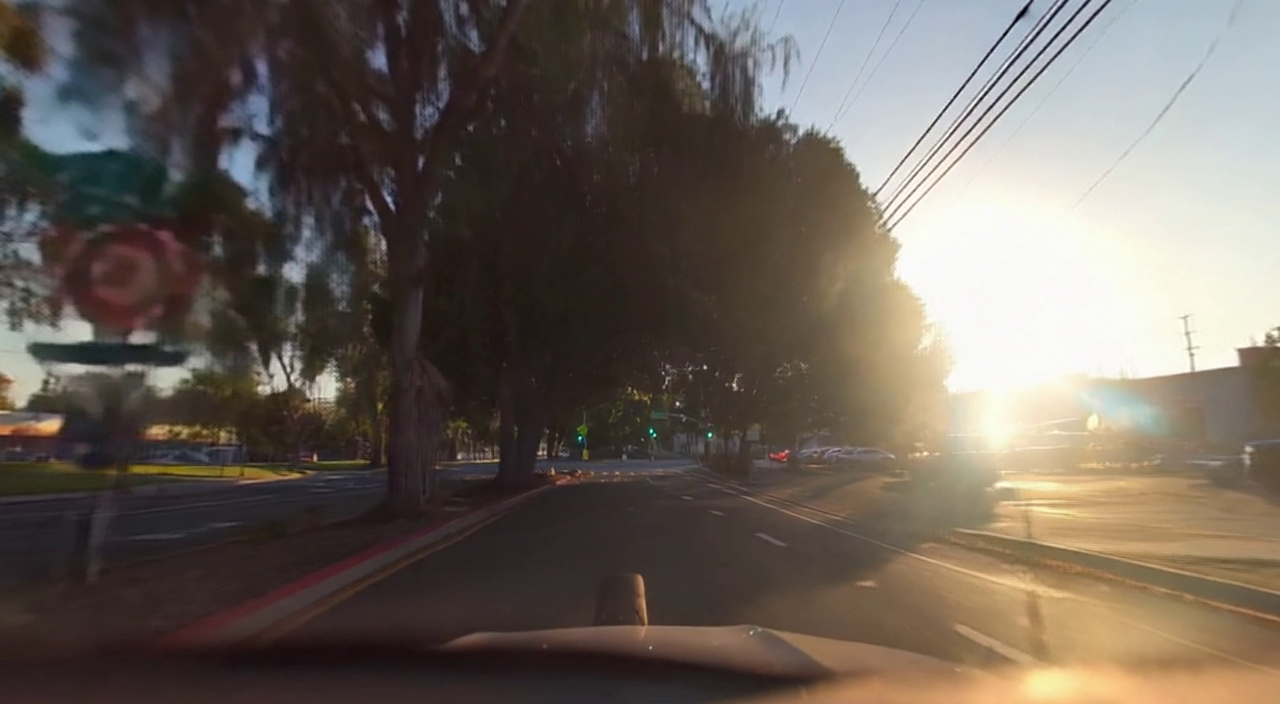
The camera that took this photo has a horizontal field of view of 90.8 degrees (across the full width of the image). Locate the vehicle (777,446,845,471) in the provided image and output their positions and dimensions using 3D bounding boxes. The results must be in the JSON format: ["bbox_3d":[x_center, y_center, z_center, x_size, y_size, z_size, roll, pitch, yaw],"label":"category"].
[{"bbox_3d":[12.858,7.998,47.760,4.444,1.815,2.239,0,-8,0],"label":"vehicle"}]

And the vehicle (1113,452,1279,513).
[{"bbox_3d":[17.942,4.125,20.413,2.041,1.674,4.301,2,-9,2],"label":"vehicle"}]

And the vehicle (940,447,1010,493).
[{"bbox_3d":[15.281,5.277,28.694,2.086,1.845,4.694,-6,-11,35],"label":"vehicle"}]

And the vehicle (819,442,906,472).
[{"bbox_3d":[14.686,6.993,41.904,4.996,1.720,2.027,1,-11,2],"label":"vehicle"}]
